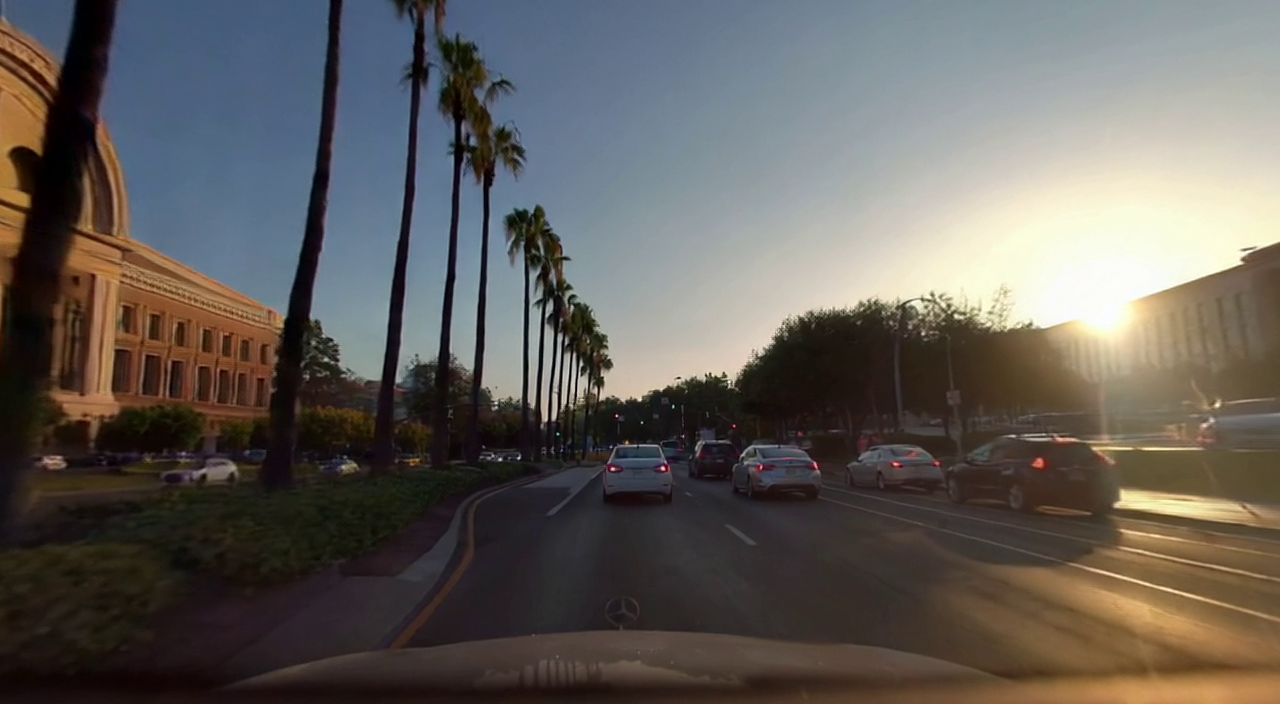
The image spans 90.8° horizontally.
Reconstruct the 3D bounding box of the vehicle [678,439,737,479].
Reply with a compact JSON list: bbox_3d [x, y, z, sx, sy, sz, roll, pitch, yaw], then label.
[{"bbox_3d":[3.408,5.572,33.511,2.127,1.854,7.971,0,-8,-1],"label":"vehicle"}]

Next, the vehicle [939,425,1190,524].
[{"bbox_3d":[8.552,2.488,13.453,1.994,1.715,4.777,0,-8,0],"label":"vehicle"}]

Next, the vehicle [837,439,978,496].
[{"bbox_3d":[8.182,3.544,19.966,1.970,1.559,4.911,0,-8,-5],"label":"vehicle"}]

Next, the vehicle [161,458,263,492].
[{"bbox_3d":[-21.012,6.020,31.310,1.856,1.429,4.672,0,-8,-1],"label":"vehicle"}]

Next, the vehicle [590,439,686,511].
[{"bbox_3d":[-0.088,2.898,15.421,2.050,1.521,3.747,0,-8,-1],"label":"vehicle"}]

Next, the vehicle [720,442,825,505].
[{"bbox_3d":[3.396,3.184,17.051,1.833,1.465,4.258,0,-8,-1],"label":"vehicle"}]
